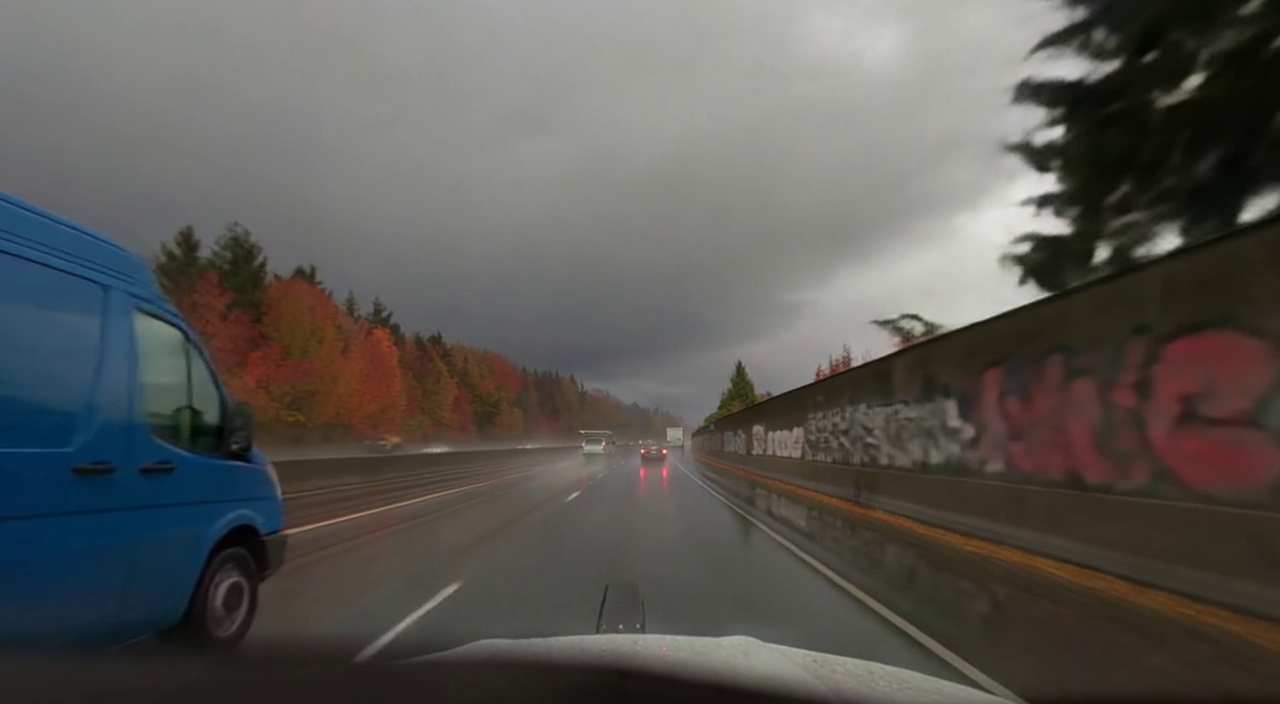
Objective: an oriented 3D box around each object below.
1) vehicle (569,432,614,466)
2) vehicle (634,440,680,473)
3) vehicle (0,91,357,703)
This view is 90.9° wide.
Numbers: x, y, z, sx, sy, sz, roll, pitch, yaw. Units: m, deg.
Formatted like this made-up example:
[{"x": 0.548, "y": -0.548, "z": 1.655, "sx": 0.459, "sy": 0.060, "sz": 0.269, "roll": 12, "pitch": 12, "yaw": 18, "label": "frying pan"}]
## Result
[{"x": -2.895, "y": 6.011, "z": 39.119, "sx": 2.199, "sy": 1.973, "sz": 5.078, "roll": 0, "pitch": -8, "yaw": 2, "label": "vehicle"}, {"x": 0.821, "y": 5.062, "z": 30.807, "sx": 2.071, "sy": 1.487, "sz": 3.948, "roll": 0, "pitch": -8, "yaw": 1, "label": "vehicle"}, {"x": -3.755, "y": 0.272, "z": 2.418, "sx": 2.297, "sy": 2.687, "sz": 6.317, "roll": 0, "pitch": -8, "yaw": 1, "label": "vehicle"}]
